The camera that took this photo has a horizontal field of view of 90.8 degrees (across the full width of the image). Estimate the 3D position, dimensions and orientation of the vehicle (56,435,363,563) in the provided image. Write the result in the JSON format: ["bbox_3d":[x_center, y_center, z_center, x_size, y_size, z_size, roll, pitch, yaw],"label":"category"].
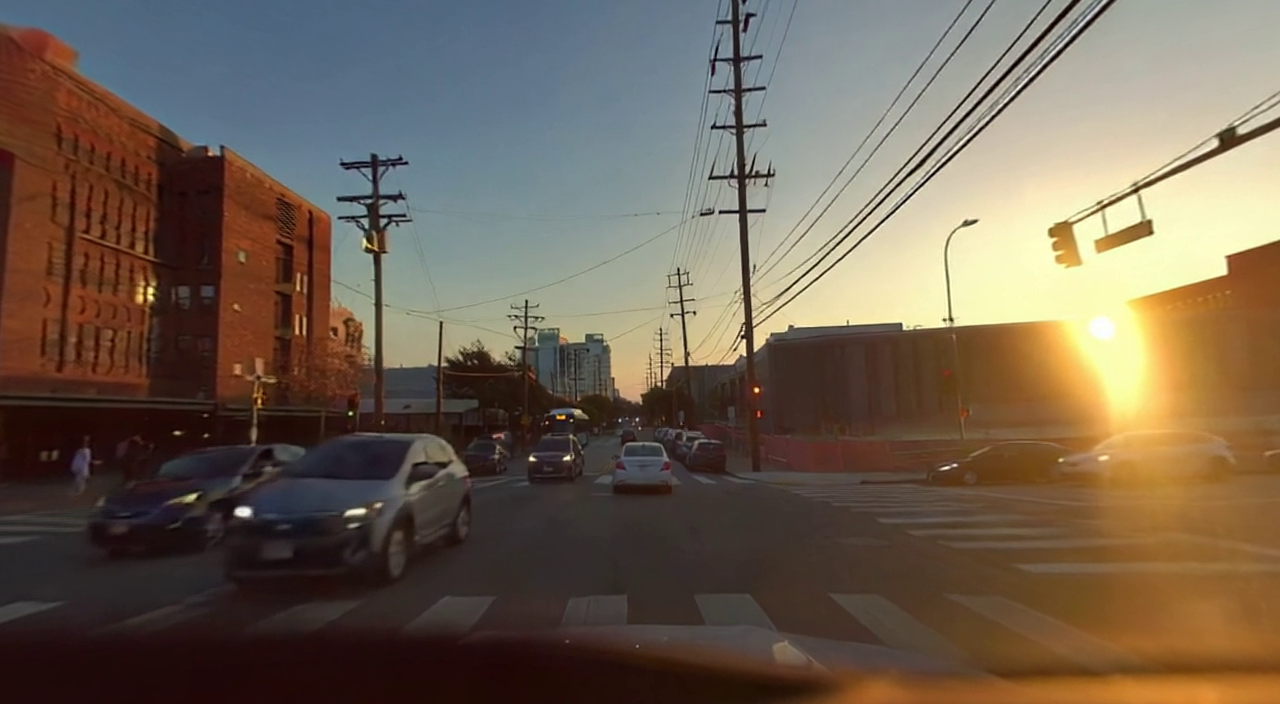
[{"bbox_3d":[-7.019,2.389,11.268,1.892,1.706,5.224,0,-9,-1],"label":"vehicle"}]

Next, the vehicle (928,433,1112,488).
[{"bbox_3d":[12.070,3.481,20.365,4.576,1.650,1.980,-1,-9,2],"label":"vehicle"}]

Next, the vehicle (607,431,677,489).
[{"bbox_3d":[0.017,3.681,21.876,2.190,1.783,4.048,0,-9,-1],"label":"vehicle"}]

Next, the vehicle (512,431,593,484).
[{"bbox_3d":[-3.464,4.357,26.306,2.474,1.926,5.823,0,-9,1],"label":"vehicle"}]

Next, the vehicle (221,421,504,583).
[{"bbox_3d":[-3.327,1.867,8.636,2.055,1.660,3.954,0,-9,0],"label":"vehicle"}]

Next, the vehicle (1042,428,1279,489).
[{"bbox_3d":[14.239,2.887,17.252,5.045,1.527,2.107,0,-9,-1],"label":"vehicle"}]

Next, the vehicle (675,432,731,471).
[{"bbox_3d":[2.944,4.824,30.628,2.171,1.751,4.373,0,-9,-1],"label":"vehicle"}]
